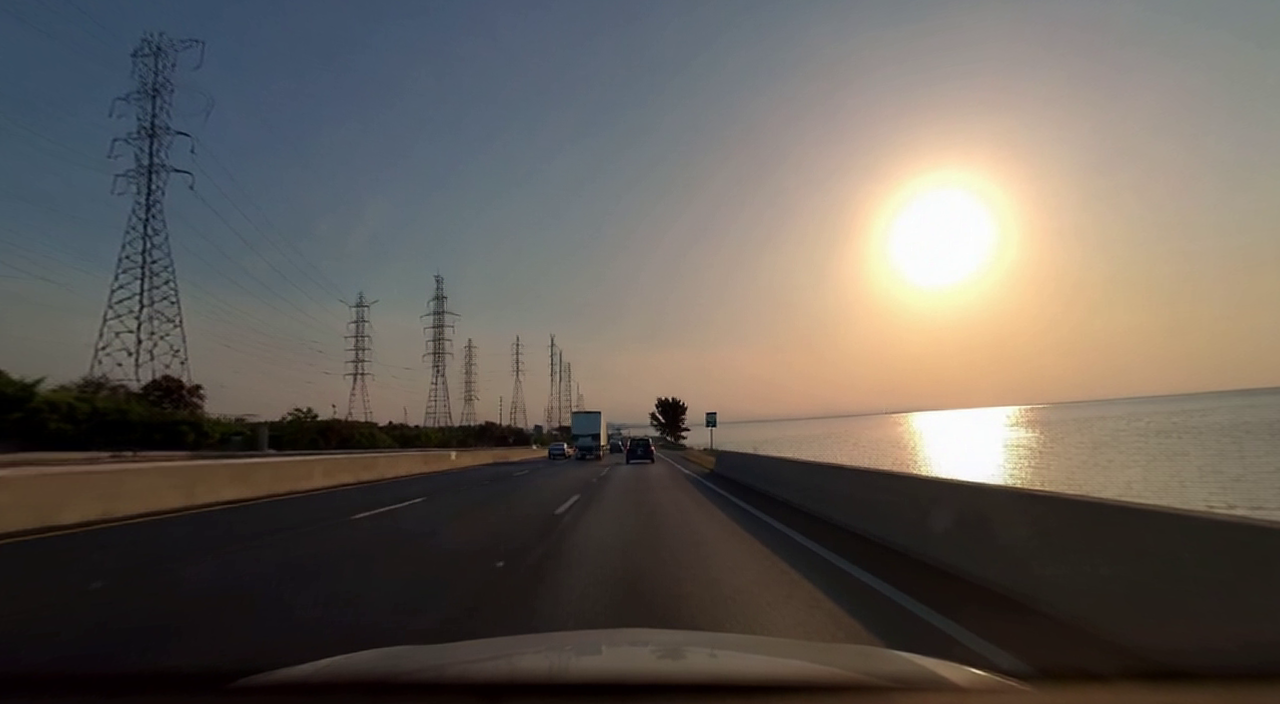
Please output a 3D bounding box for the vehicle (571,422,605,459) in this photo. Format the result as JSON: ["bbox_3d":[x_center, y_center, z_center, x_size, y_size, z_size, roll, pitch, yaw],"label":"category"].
[{"bbox_3d":[-3.667,6.290,44.607,2.178,2.522,2.054,0,-8,1],"label":"vehicle"}]

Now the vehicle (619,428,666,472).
[{"bbox_3d":[0.133,5.163,33.535,2.358,2.144,4.713,0,-8,0],"label":"vehicle"}]
